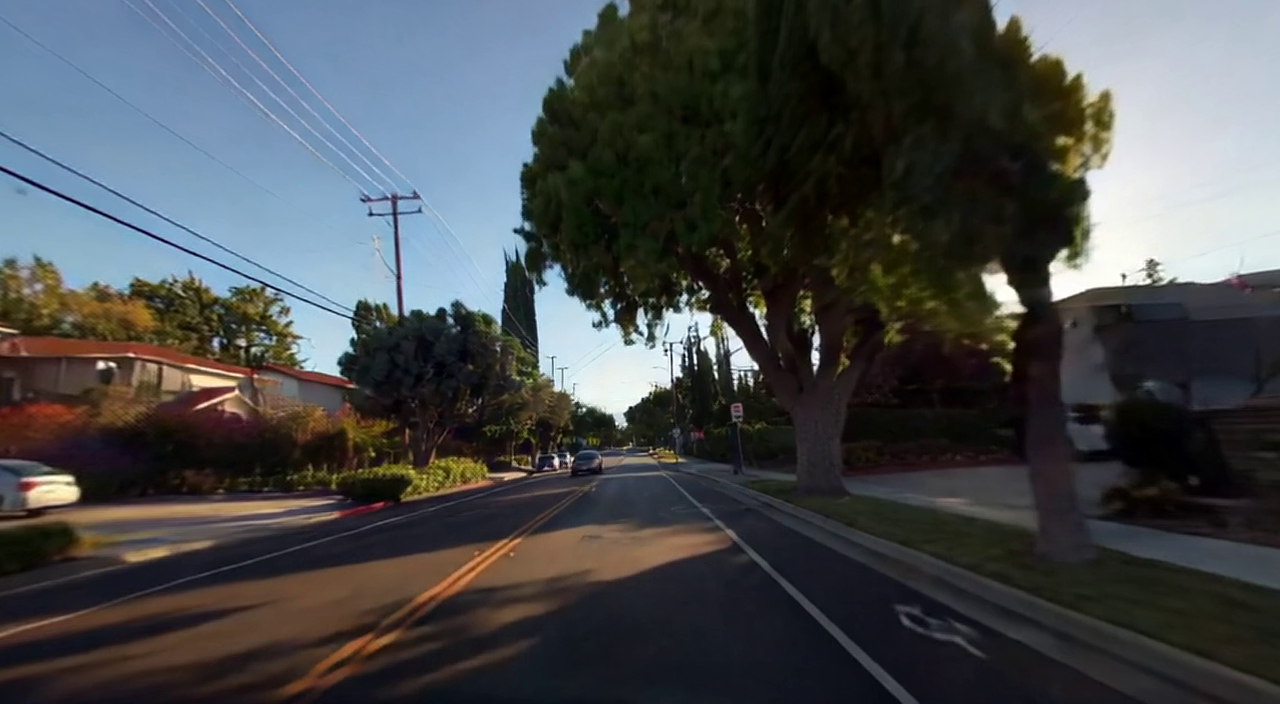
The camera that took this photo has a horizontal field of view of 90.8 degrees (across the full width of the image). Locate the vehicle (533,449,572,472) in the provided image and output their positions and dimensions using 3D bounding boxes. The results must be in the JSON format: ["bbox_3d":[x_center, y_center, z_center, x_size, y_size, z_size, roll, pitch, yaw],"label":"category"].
[{"bbox_3d":[-6.738,8.448,49.118,2.129,1.556,4.778,-4,-9,2],"label":"vehicle"}]

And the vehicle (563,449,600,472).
[{"bbox_3d":[-4.004,7.555,44.045,2.033,1.502,4.240,0,-9,2],"label":"vehicle"}]
